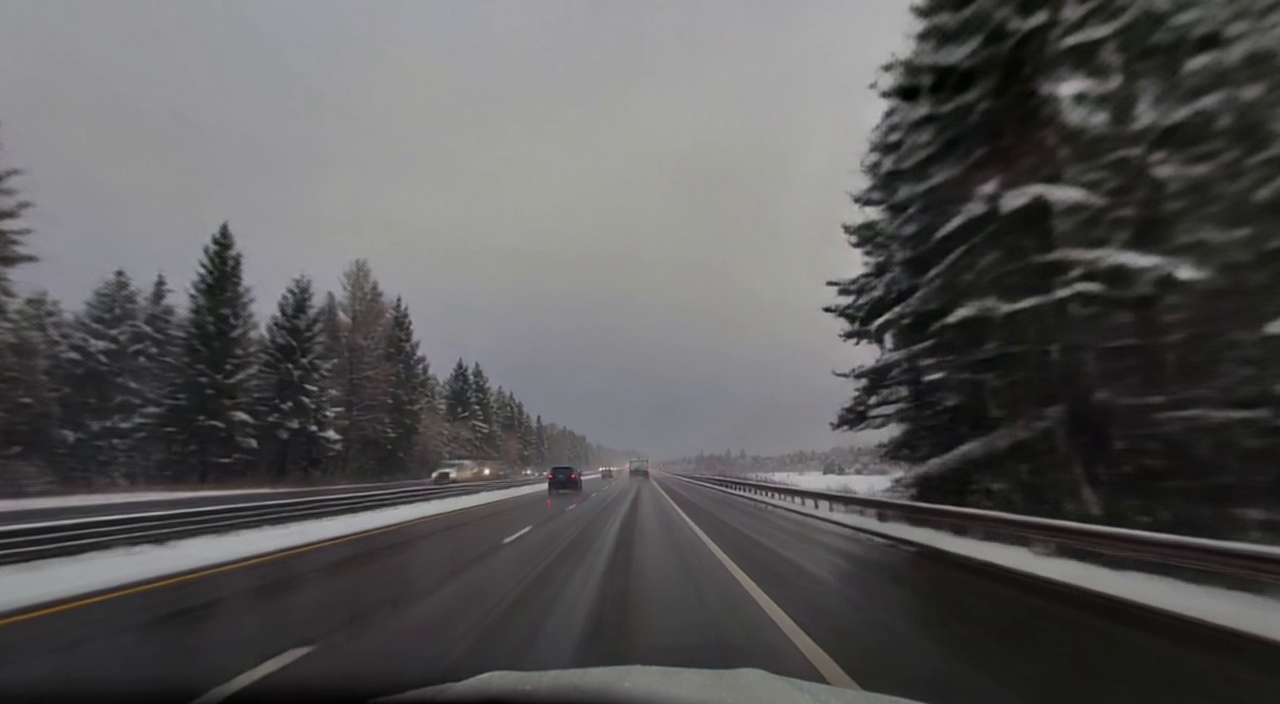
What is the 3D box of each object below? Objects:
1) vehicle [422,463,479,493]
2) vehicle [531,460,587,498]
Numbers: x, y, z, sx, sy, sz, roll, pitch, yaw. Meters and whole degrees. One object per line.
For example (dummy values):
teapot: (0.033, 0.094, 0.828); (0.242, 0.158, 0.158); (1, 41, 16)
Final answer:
vehicle: (-12.497, 8.343, 41.906); (2.064, 1.818, 5.180); (0, -11, 1)
vehicle: (-3.943, 6.317, 31.467); (2.124, 1.705, 4.440); (1, -11, 1)
